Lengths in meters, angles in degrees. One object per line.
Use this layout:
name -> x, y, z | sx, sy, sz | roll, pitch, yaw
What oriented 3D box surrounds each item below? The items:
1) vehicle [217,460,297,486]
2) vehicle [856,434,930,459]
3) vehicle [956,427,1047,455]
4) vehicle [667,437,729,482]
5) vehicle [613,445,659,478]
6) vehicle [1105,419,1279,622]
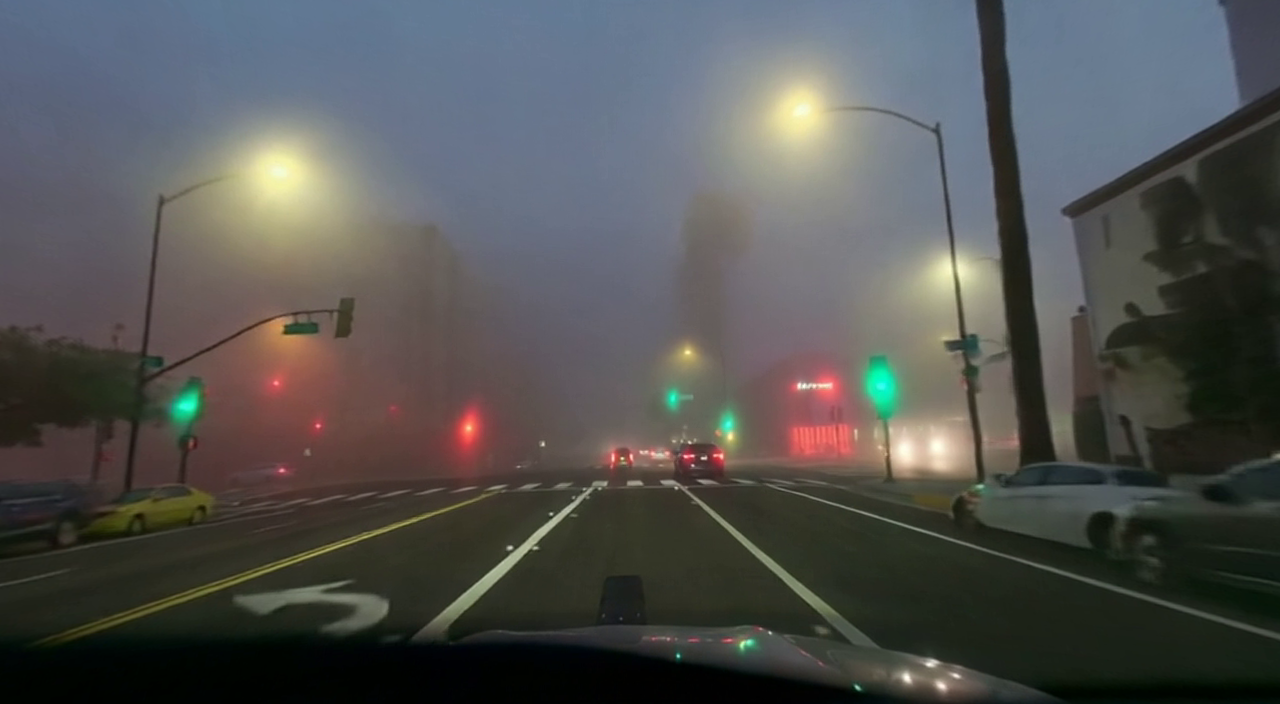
vehicle -> -28.528, 9.010, 47.184 | 4.570, 1.741, 2.107 | 0, -8, -1
vehicle -> 17.801, 6.651, 44.560 | 4.277, 1.665, 2.006 | 0, -8, -2
vehicle -> 25.764, 6.378, 45.160 | 5.130, 1.875, 2.118 | 0, -8, -2
vehicle -> 2.294, 4.404, 26.199 | 2.003, 1.702, 4.288 | 0, -8, -3
vehicle -> -0.236, 5.200, 30.283 | 2.088, 1.452, 3.993 | 0, -8, -2
vehicle -> 6.302, 1.330, 4.874 | 2.157, 1.640, 4.228 | 0, -8, 0
